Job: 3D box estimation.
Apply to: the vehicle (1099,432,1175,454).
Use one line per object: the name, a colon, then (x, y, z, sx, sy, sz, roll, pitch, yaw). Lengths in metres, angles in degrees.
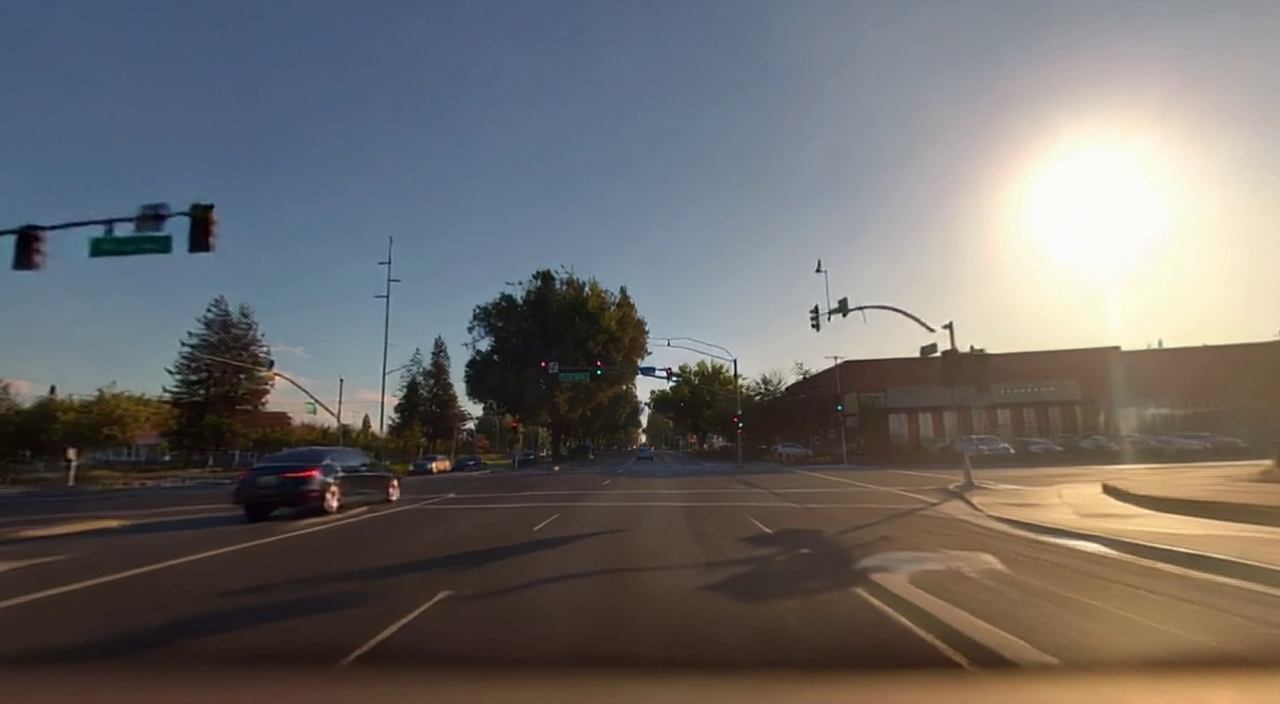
vehicle: (33.784, 6.230, 42.992, 1.753, 1.399, 4.538, -1, -9, 5)

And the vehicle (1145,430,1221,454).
vehicle: (36.180, 6.034, 42.108, 1.815, 1.461, 3.911, -1, -9, 5)

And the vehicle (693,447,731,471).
vehicle: (4.614, 6.928, 41.133, 1.913, 1.463, 4.198, 0, -9, -1)

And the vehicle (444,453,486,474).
vehicle: (-13.257, 8.494, 48.103, 1.847, 1.424, 4.521, 0, -9, 1)

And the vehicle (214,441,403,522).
vehicle: (-7.857, 3.073, 15.682, 2.231, 1.650, 5.052, 0, -9, -4)

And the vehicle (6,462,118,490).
vehicle: (-34.058, 7.289, 37.223, 4.520, 1.524, 2.075, 0, -9, 1)

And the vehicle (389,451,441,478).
vehicle: (-16.744, 8.340, 47.189, 2.072, 1.862, 4.948, 0, -9, 0)
